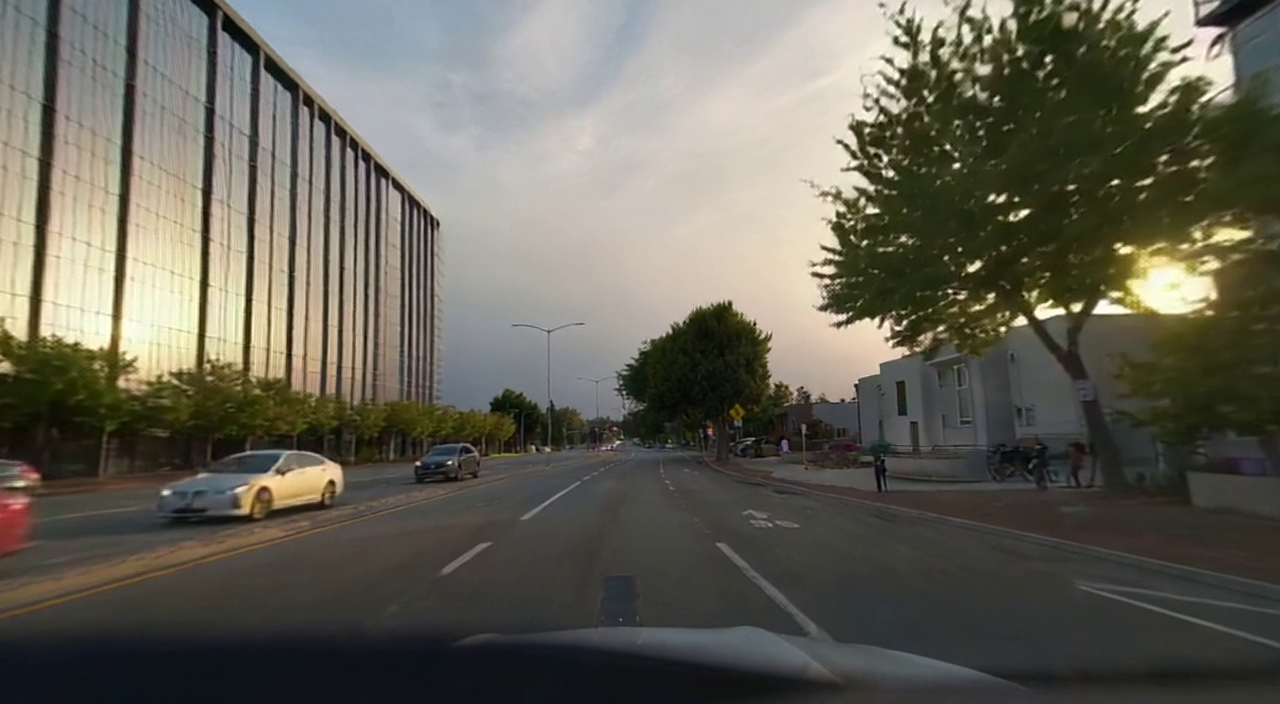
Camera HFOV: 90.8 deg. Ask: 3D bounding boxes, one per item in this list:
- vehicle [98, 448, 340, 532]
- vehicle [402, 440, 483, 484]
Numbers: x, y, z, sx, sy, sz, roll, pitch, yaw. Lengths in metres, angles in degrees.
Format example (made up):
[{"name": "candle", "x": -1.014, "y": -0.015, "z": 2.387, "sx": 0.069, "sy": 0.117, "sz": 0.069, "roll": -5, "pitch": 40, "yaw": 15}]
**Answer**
[{"name": "vehicle", "x": -8.687, "y": 2.835, "z": 13.734, "sx": 1.983, "sy": 1.486, "sz": 4.707, "roll": 0, "pitch": -8, "yaw": 0}, {"name": "vehicle", "x": -8.521, "y": 4.783, "z": 27.755, "sx": 1.988, "sy": 1.755, "sz": 4.568, "roll": 0, "pitch": -9, "yaw": 1}]
